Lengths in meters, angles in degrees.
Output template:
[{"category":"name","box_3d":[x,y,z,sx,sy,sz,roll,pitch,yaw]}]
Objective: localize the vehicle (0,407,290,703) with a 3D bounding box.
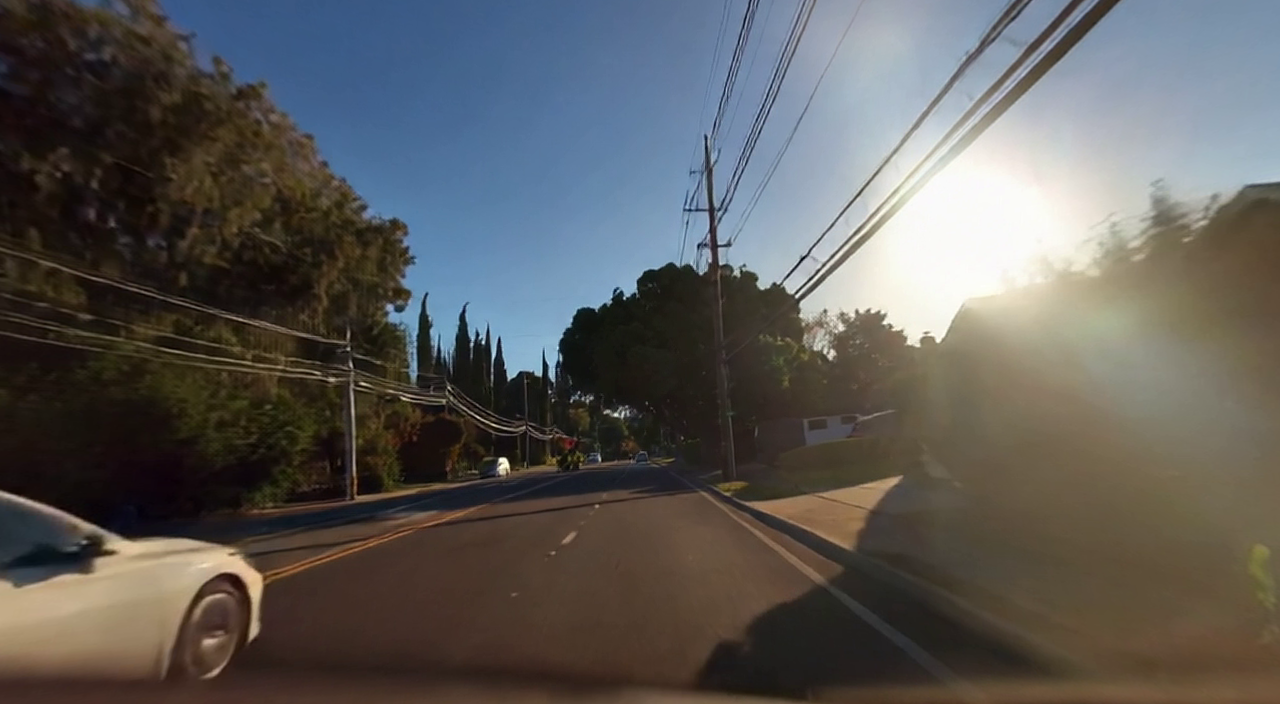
[{"category":"vehicle","box_3d":[-3.338,0.825,1.421,2.085,1.512,5.023,0,-10,2]}]
